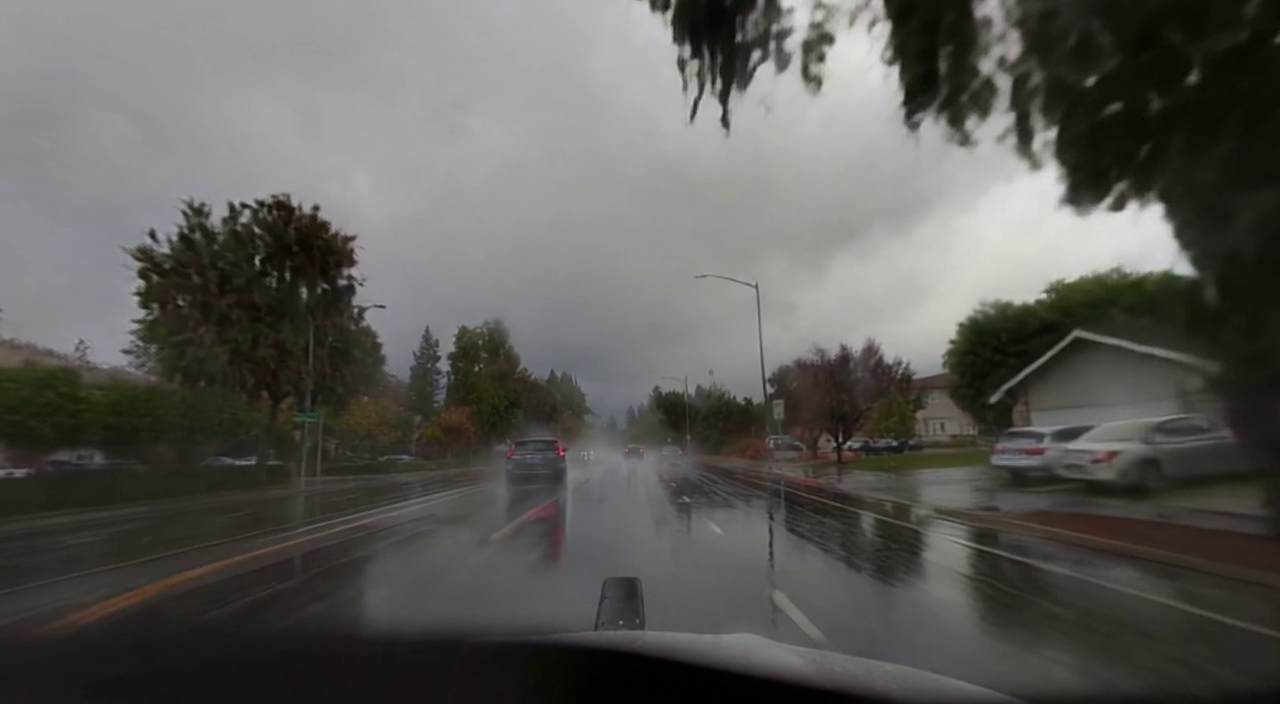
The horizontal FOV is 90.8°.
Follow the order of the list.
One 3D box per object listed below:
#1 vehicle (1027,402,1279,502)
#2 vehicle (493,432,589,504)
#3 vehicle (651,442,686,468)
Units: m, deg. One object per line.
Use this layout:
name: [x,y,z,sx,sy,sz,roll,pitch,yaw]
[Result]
vehicle: [11.333,2.140,13.662,4.560,1.842,2.048,-8,-12,43]
vehicle: [-2.570,3.141,17.622,2.205,1.706,4.904,0,-9,-4]
vehicle: [1.784,6.629,40.837,2.003,1.614,4.072,0,-9,-1]
